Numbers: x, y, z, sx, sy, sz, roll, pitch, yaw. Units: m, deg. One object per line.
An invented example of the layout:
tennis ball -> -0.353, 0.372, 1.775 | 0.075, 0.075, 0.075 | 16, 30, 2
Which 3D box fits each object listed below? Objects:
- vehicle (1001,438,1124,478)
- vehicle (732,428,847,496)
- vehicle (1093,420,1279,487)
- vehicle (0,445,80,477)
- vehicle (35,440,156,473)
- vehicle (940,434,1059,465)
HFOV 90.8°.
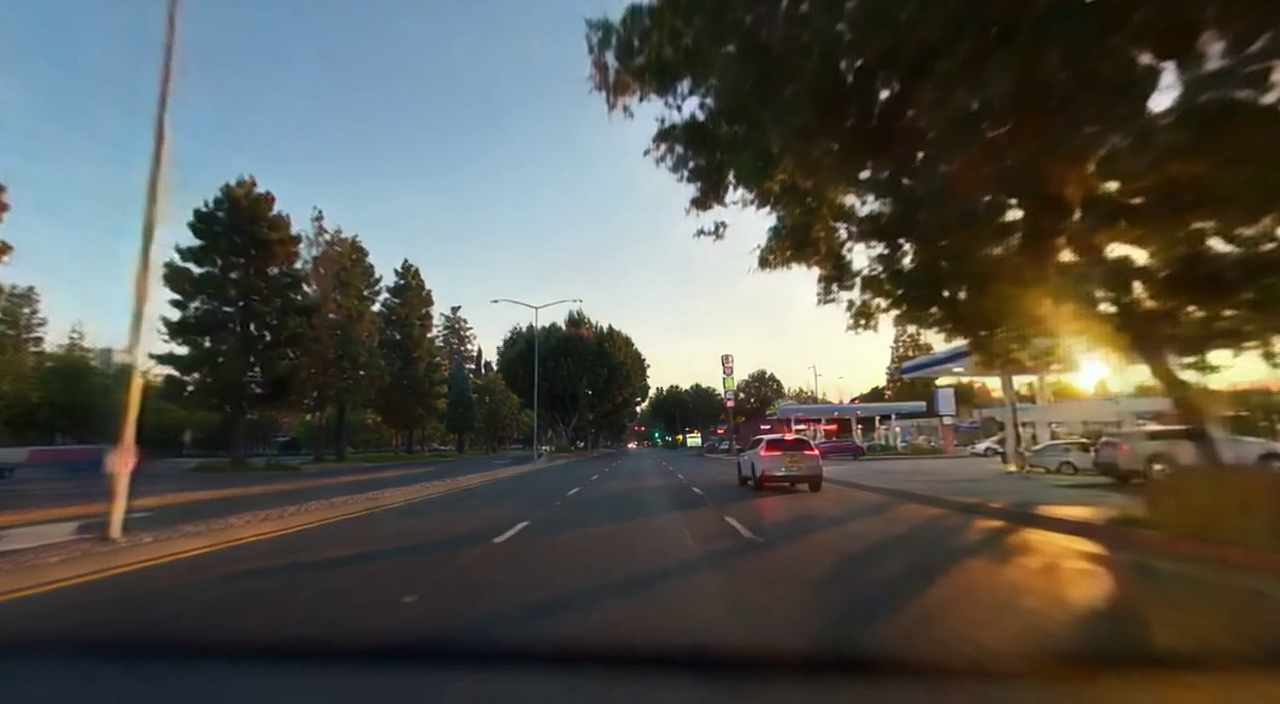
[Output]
vehicle -> 15.960, 3.979, 23.988 | 3.383, 1.393, 1.730 | 0, -8, 3
vehicle -> 4.531, 3.427, 20.119 | 2.245, 1.864, 5.076 | 0, -8, -2
vehicle -> 16.680, 2.897, 18.177 | 5.536, 1.705, 2.122 | -1, -9, 1
vehicle -> -33.086, 5.670, 33.062 | 5.406, 1.627, 2.177 | 0, -8, -1
vehicle -> -33.060, 6.347, 38.505 | 5.259, 1.760, 2.094 | -2, -9, -3
vehicle -> 23.461, 6.388, 41.441 | 6.404, 1.894, 2.275 | 0, -8, 0
